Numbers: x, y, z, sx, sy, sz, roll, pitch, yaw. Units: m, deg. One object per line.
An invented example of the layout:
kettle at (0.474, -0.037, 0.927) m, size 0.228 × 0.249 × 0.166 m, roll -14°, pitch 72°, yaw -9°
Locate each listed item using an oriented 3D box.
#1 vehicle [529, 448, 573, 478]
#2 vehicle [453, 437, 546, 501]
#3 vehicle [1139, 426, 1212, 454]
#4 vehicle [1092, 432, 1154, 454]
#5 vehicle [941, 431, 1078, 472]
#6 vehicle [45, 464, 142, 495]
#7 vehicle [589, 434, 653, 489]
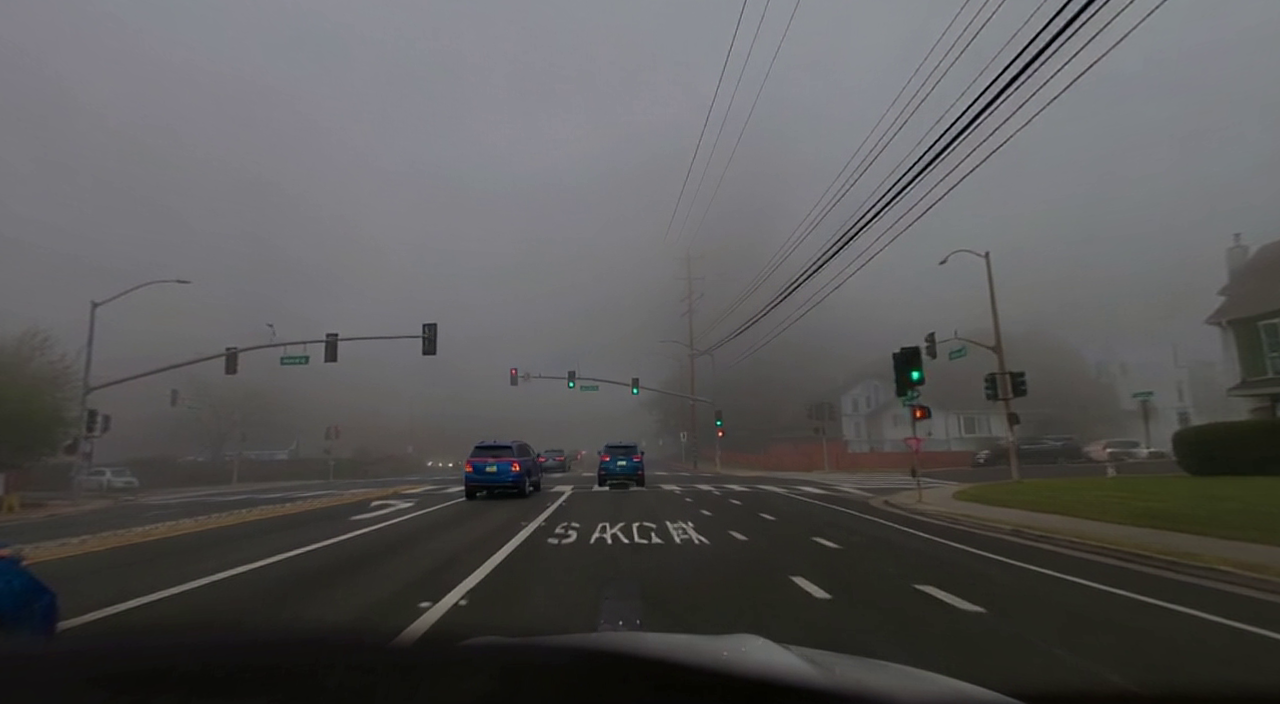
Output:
vehicle at (-4.606, 5.782, 33.273) m, size 1.863 × 1.449 × 4.153 m, roll 0°, pitch -8°, yaw -2°
vehicle at (-4.065, 3.428, 18.946) m, size 1.899 × 1.685 × 4.121 m, roll 0°, pitch -8°, yaw -1°
vehicle at (34.829, 5.755, 41.218) m, size 1.901 × 1.712 × 3.920 m, roll -2°, pitch -9°, yaw 13°
vehicle at (31.859, 6.036, 41.806) m, size 1.754 × 1.414 × 3.590 m, roll -2°, pitch -9°, yaw 11°
vehicle at (19.215, 5.208, 33.156) m, size 5.652 × 1.990 × 2.190 m, roll -2°, pitch -9°, yaw 11°
vehicle at (-34.691, 8.063, 40.139) m, size 4.533 × 1.738 × 2.151 m, roll -2°, pitch -9°, yaw 11°
vehicle at (-0.734, 4.043, 23.602) m, size 2.155 × 1.836 × 4.250 m, roll 0°, pitch -8°, yaw -2°
